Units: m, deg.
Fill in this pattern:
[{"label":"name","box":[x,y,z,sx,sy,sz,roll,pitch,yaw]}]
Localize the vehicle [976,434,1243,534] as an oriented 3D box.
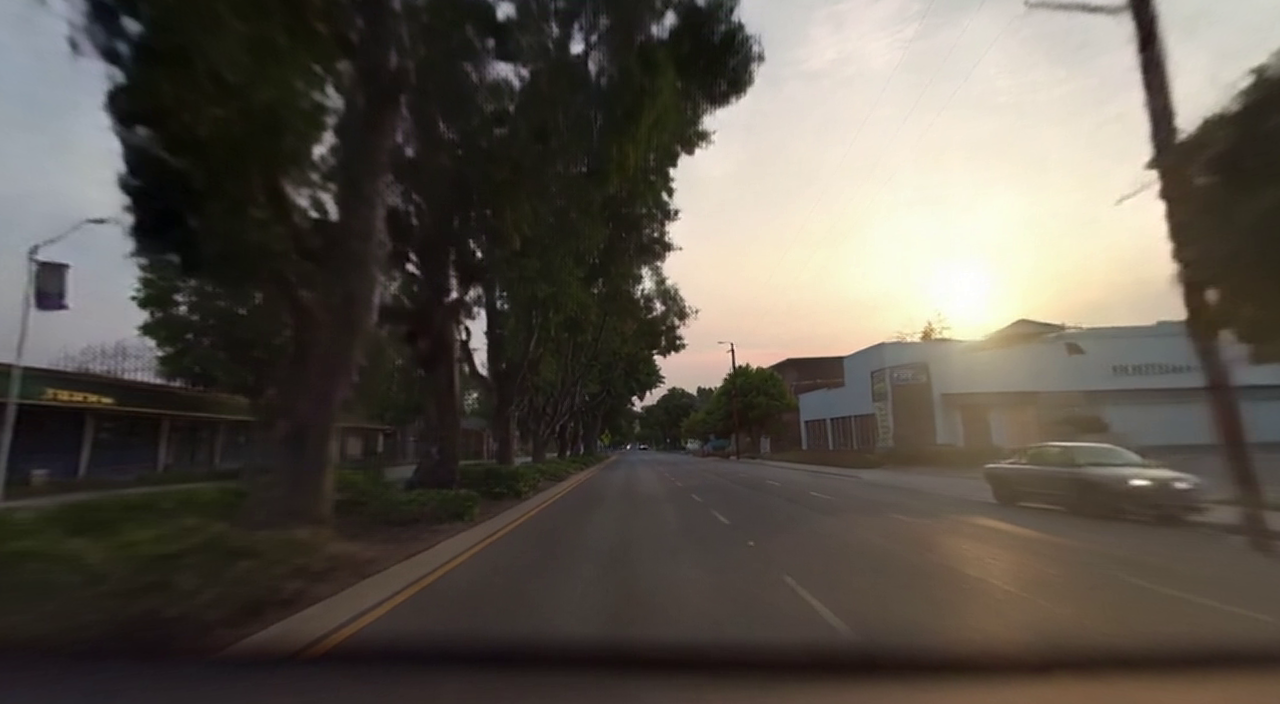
[{"label":"vehicle","box":[9.659,2.718,13.672,2.159,1.767,4.617,0,-9,-1]}]
